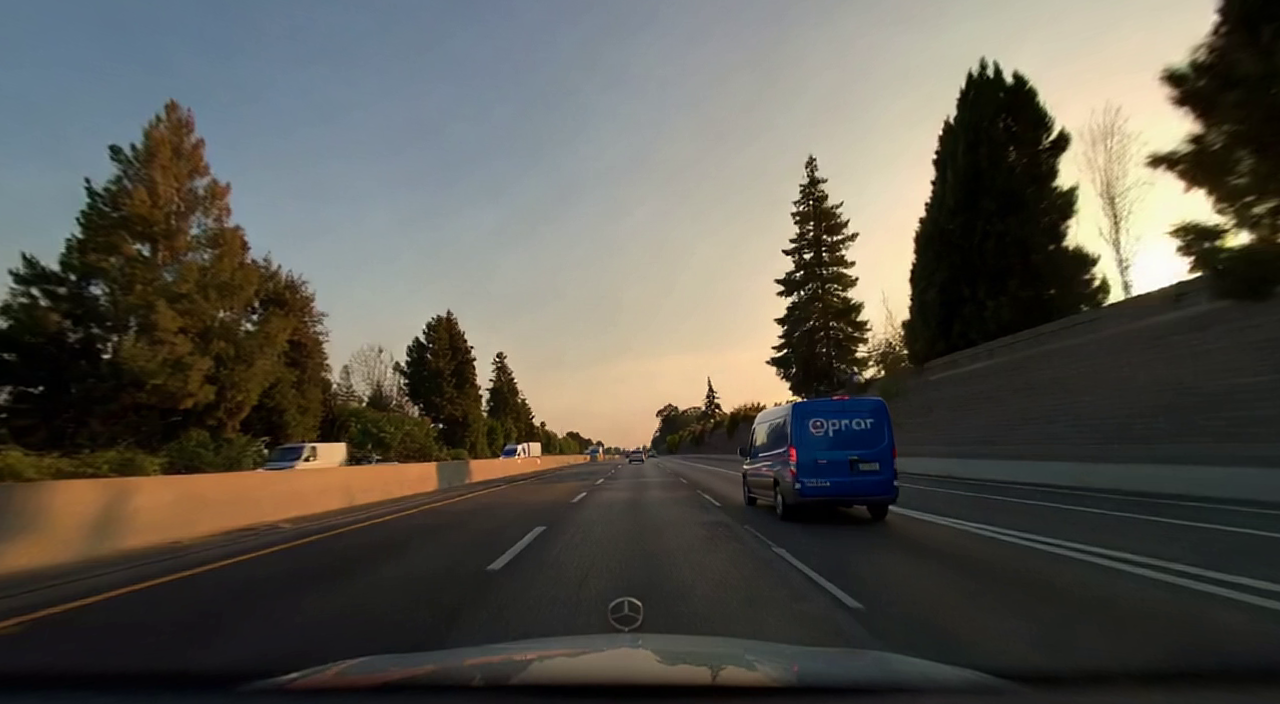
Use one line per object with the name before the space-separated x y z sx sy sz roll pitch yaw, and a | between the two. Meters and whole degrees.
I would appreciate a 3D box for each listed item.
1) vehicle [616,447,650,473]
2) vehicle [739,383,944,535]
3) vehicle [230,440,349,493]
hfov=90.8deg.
vehicle | -0.434 7.305 42.823 2.168 1.653 4.307 0 -9 0
vehicle | 3.868 2.258 13.677 2.373 2.561 5.922 0 -9 -1
vehicle | -16.558 5.423 30.326 2.368 2.279 5.834 0 -9 -1
